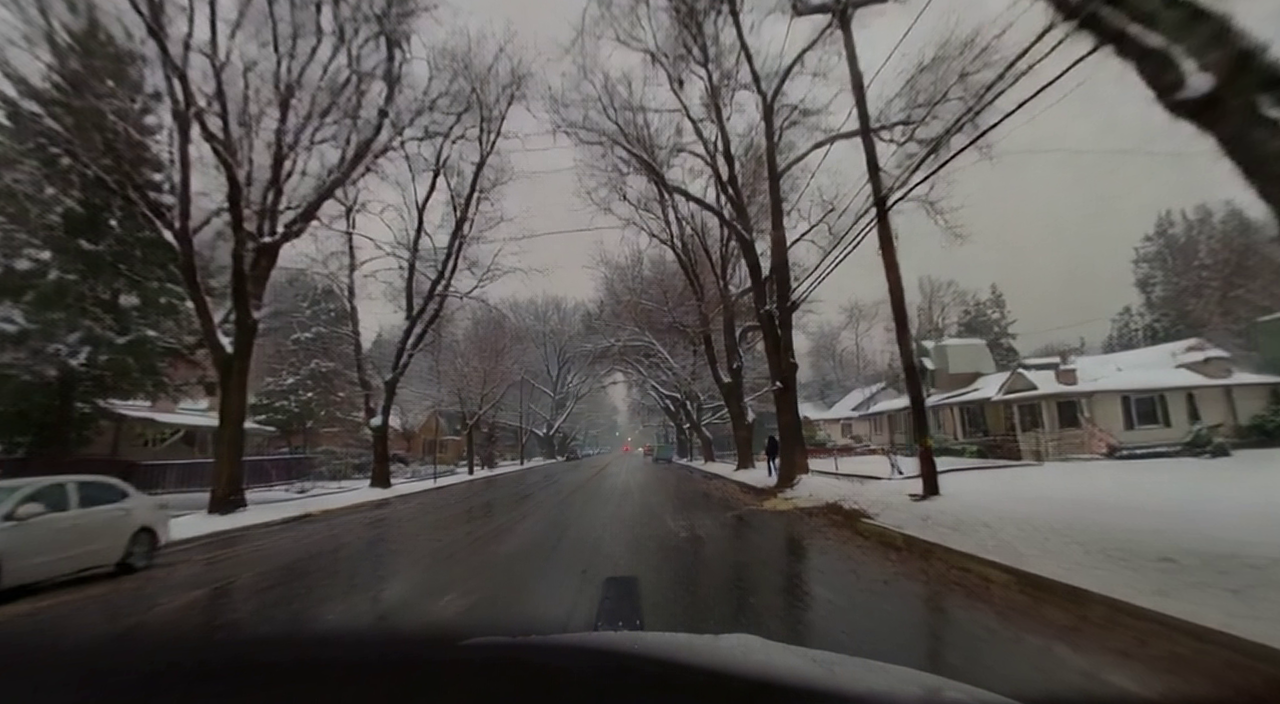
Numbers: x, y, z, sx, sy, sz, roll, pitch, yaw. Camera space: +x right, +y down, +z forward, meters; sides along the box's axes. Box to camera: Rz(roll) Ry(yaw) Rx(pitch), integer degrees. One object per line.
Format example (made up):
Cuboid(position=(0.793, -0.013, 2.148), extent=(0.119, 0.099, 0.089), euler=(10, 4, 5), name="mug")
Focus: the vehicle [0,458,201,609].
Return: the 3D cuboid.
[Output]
Cuboid(position=(-6.966, 1.908, 6.808), extent=(1.766, 1.320, 3.947), euler=(-2, -8, -2), name="vehicle")
